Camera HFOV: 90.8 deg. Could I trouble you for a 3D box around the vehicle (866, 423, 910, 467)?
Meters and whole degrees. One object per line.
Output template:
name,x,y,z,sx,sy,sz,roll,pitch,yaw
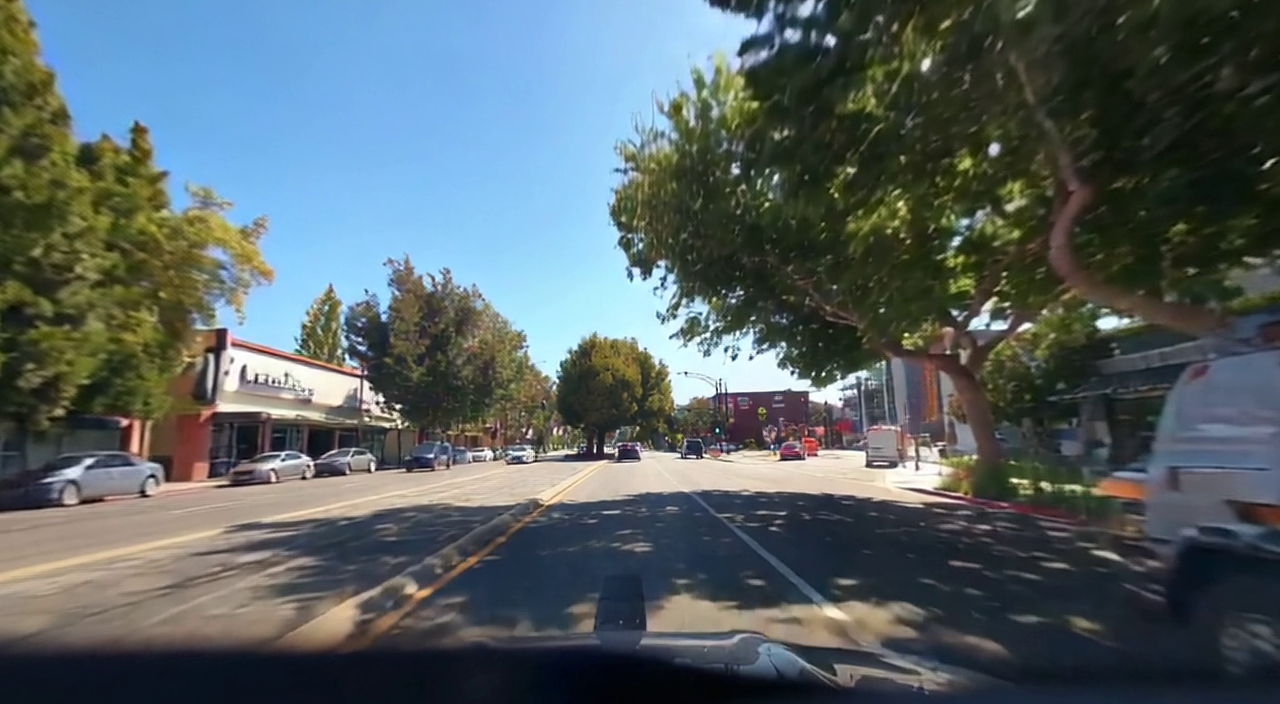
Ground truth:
vehicle,16.838,6.343,43.147,2.311,2.722,5.823,-3,-9,18

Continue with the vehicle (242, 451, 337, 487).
vehicle,-16.377,5.441,29.846,1.856,1.496,4.686,0,-8,-1

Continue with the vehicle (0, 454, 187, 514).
vehicle,-16.230,3.852,18.974,1.829,1.479,4.646,0,-8,-1

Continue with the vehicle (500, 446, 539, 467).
vehicle,-8.877,7.690,46.889,1.960,1.461,4.433,0,-8,0

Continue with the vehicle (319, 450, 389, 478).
vehicle,-16.339,6.382,36.328,1.852,1.476,4.704,0,-8,0

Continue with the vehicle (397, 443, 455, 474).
vehicle,-12.177,6.045,36.154,1.883,1.609,4.102,0,-8,0
